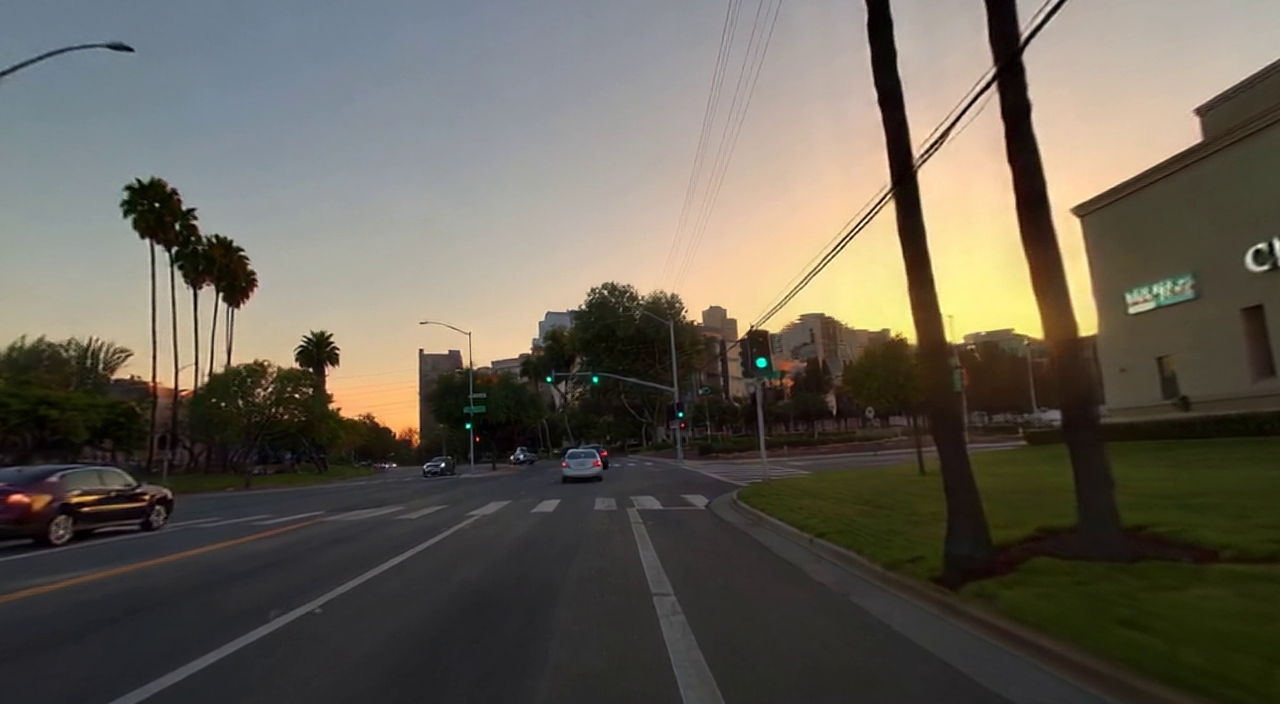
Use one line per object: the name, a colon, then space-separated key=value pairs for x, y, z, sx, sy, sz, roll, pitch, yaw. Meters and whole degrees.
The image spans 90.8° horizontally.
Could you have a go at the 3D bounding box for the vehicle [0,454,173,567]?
vehicle: x=-11.721 y=2.892 z=12.071 sx=2.050 sy=1.811 sz=4.752 roll=0 pitch=-8 yaw=-2

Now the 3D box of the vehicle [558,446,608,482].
vehicle: x=-2.515 y=5.022 z=28.746 sx=2.063 sy=1.474 sz=4.334 roll=0 pitch=-8 yaw=-2
